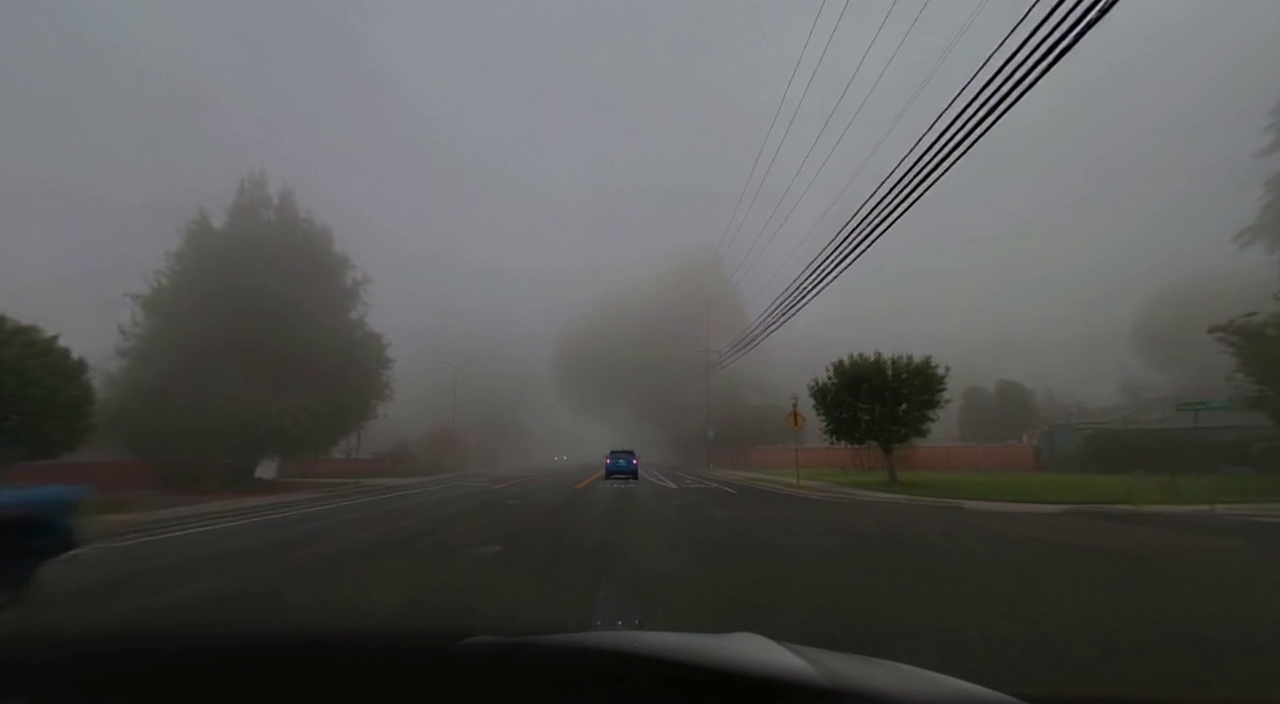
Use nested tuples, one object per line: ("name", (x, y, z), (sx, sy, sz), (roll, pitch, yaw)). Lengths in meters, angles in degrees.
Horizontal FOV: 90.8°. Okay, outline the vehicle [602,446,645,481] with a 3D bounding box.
("vehicle", (-0.894, 5.768, 33.062), (2.139, 1.699, 3.916), (0, -8, -2))
